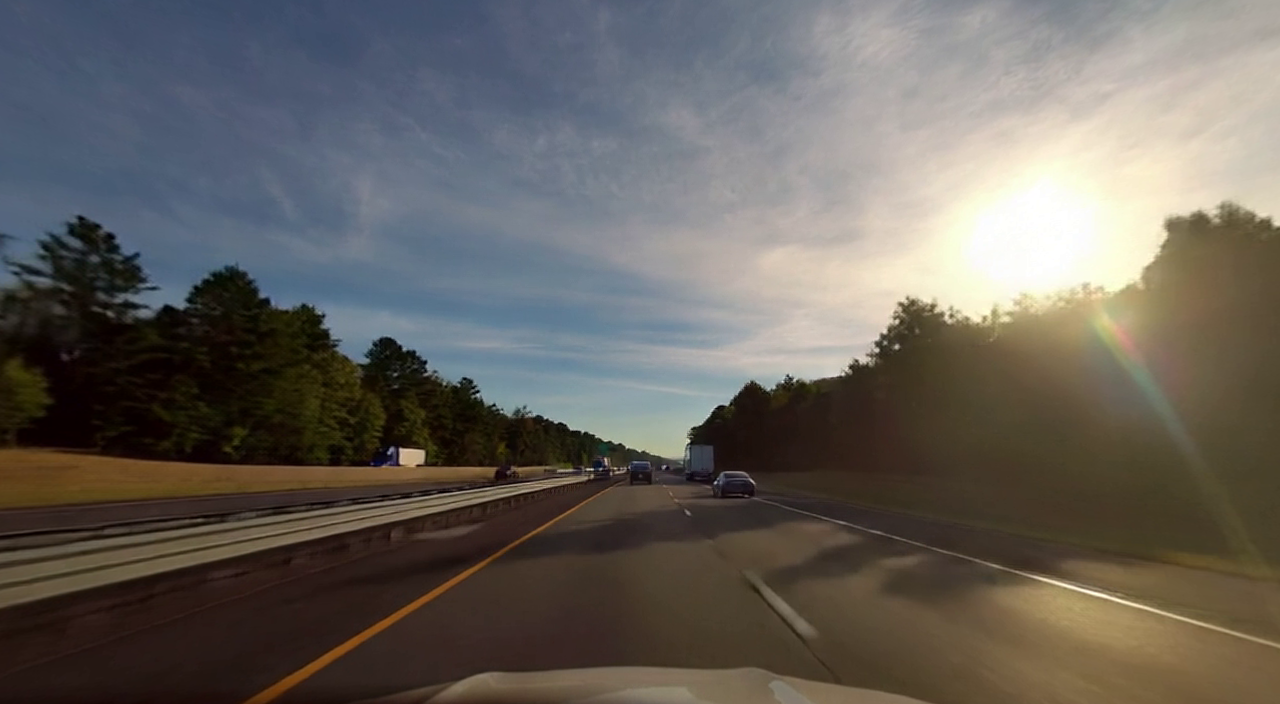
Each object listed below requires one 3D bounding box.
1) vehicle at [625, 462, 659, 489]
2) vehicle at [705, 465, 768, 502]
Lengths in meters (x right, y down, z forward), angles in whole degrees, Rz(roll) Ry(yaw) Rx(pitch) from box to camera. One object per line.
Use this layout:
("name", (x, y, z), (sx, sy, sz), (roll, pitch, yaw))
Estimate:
("vehicle", (0.155, 8.509, 43.483), (2.212, 1.717, 4.452), (0, -10, 1))
("vehicle", (4.367, 6.057, 29.343), (2.073, 1.532, 4.969), (1, -10, -1))
